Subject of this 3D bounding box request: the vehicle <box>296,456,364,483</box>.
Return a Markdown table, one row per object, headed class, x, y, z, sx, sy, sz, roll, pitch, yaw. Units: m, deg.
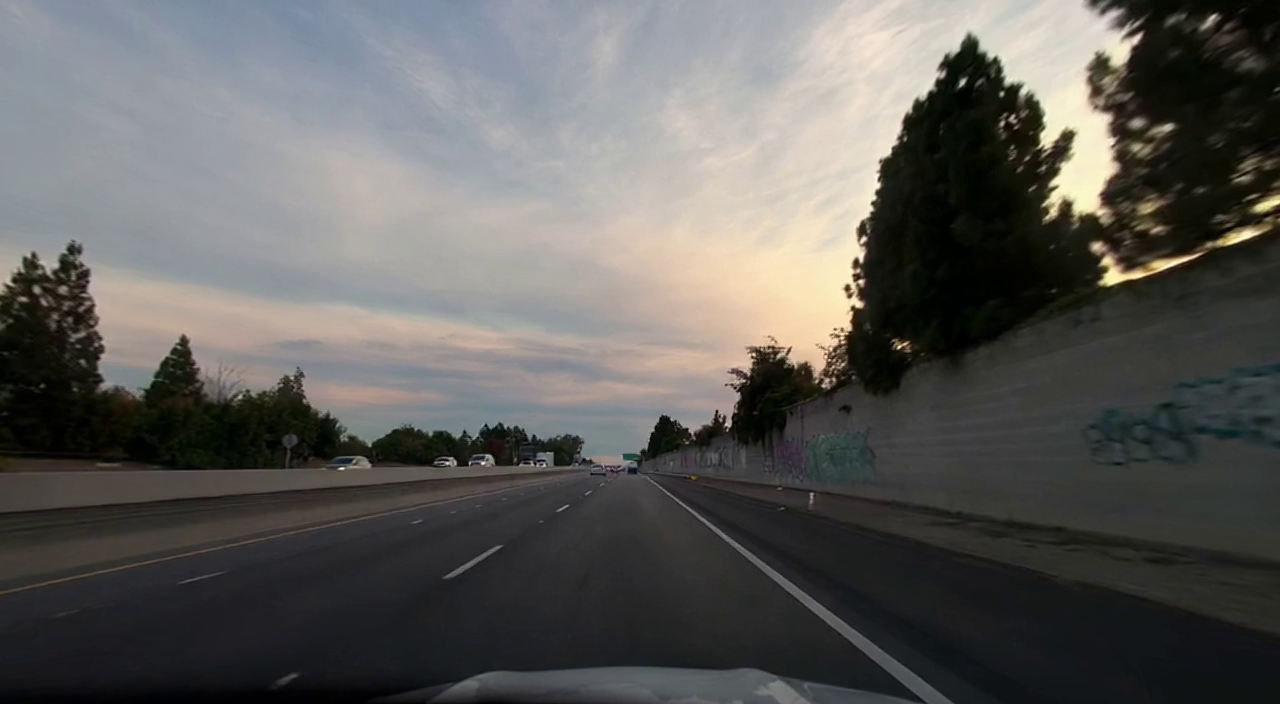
| class | x | y | z | sx | sy | sz | roll | pitch | yaw |
| --- | --- | --- | --- | --- | --- | --- | --- | --- | --- |
| vehicle | -18.180 | 6.929 | 37.175 | 1.783 | 1.458 | 4.435 | 1 | -10 | 0 |
